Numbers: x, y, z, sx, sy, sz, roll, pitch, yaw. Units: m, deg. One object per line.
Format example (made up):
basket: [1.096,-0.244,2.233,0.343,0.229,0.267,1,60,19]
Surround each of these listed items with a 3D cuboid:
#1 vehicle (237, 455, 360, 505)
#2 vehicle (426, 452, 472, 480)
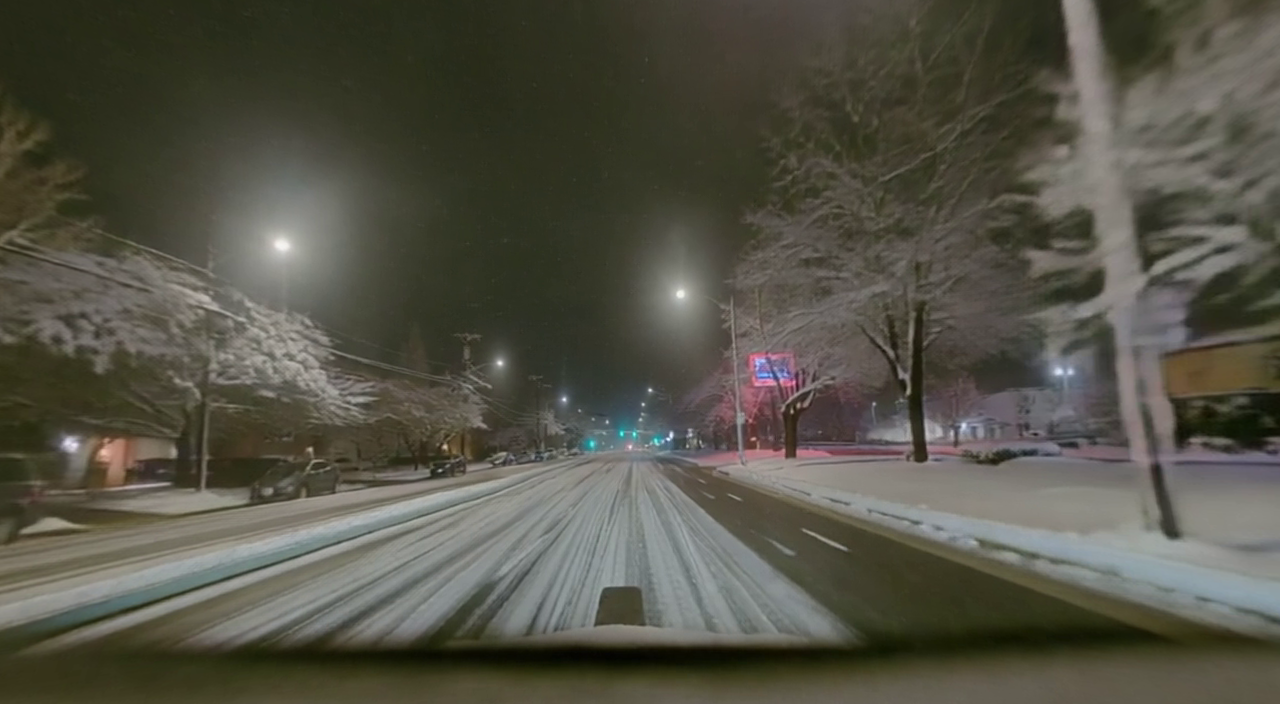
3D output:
vehicle: [-12.494,4.668,23.562,1.897,1.564,4.875,0,-9,-1]
vehicle: [-12.842,7.658,42.619,1.953,1.558,3.839,-5,-8,-2]
